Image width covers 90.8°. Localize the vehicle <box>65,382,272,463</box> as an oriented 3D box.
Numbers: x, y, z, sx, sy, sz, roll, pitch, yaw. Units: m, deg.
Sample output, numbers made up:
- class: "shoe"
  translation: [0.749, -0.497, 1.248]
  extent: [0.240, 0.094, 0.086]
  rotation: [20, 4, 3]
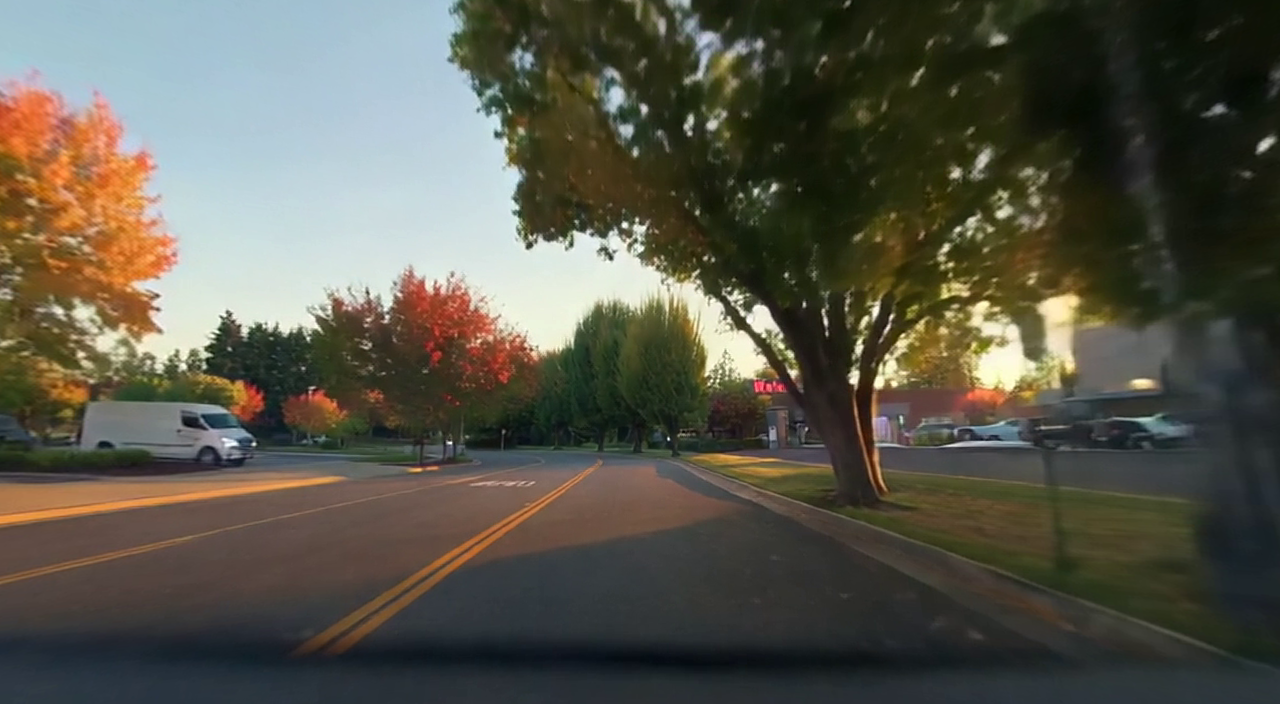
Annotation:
- class: "vehicle"
  translation: [-19.840, 3.012, 26.894]
  extent: [6.595, 3.267, 2.535]
  rotation: [0, -8, 0]
